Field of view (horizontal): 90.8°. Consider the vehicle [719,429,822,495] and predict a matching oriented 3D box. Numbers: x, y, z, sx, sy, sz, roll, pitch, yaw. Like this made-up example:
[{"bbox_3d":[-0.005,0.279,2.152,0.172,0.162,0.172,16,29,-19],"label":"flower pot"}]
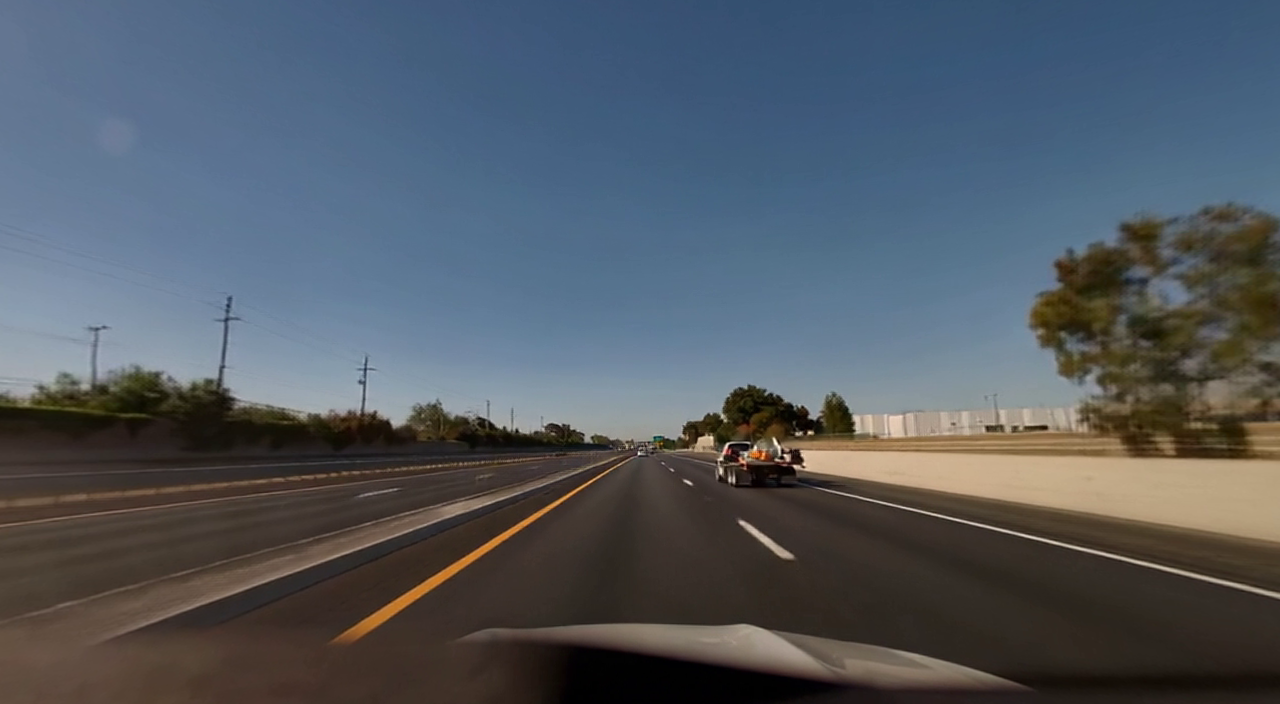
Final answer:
[{"bbox_3d":[4.336,3.782,21.995,2.309,2.003,5.139,0,-9,-2],"label":"vehicle"}]
